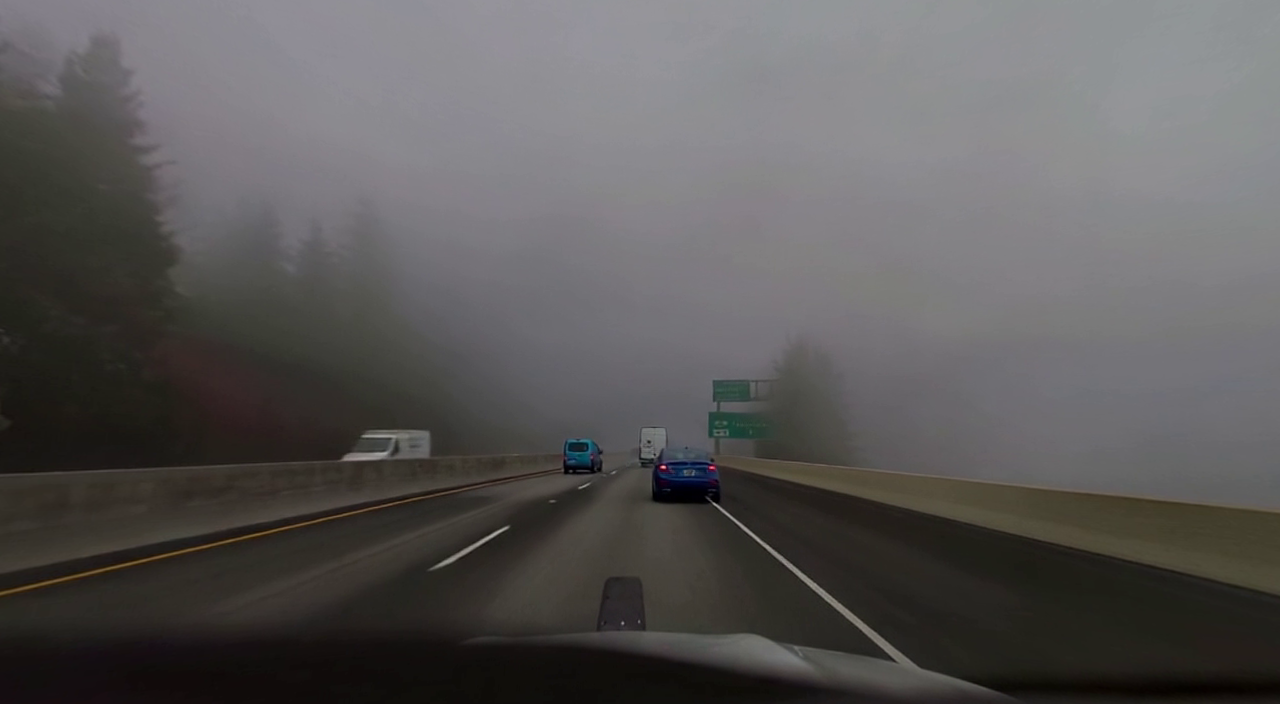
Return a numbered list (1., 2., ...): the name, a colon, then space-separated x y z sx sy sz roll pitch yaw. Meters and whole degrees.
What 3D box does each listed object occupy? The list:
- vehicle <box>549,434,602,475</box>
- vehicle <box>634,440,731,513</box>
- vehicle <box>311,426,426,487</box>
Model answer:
1. vehicle: -3.422 5.579 34.453 2.217 2.033 4.975 0 -9 2
2. vehicle: 0.873 2.853 14.901 2.012 1.485 3.649 0 -9 0
3. vehicle: -12.242 4.791 29.135 2.277 2.448 6.533 0 -9 1
